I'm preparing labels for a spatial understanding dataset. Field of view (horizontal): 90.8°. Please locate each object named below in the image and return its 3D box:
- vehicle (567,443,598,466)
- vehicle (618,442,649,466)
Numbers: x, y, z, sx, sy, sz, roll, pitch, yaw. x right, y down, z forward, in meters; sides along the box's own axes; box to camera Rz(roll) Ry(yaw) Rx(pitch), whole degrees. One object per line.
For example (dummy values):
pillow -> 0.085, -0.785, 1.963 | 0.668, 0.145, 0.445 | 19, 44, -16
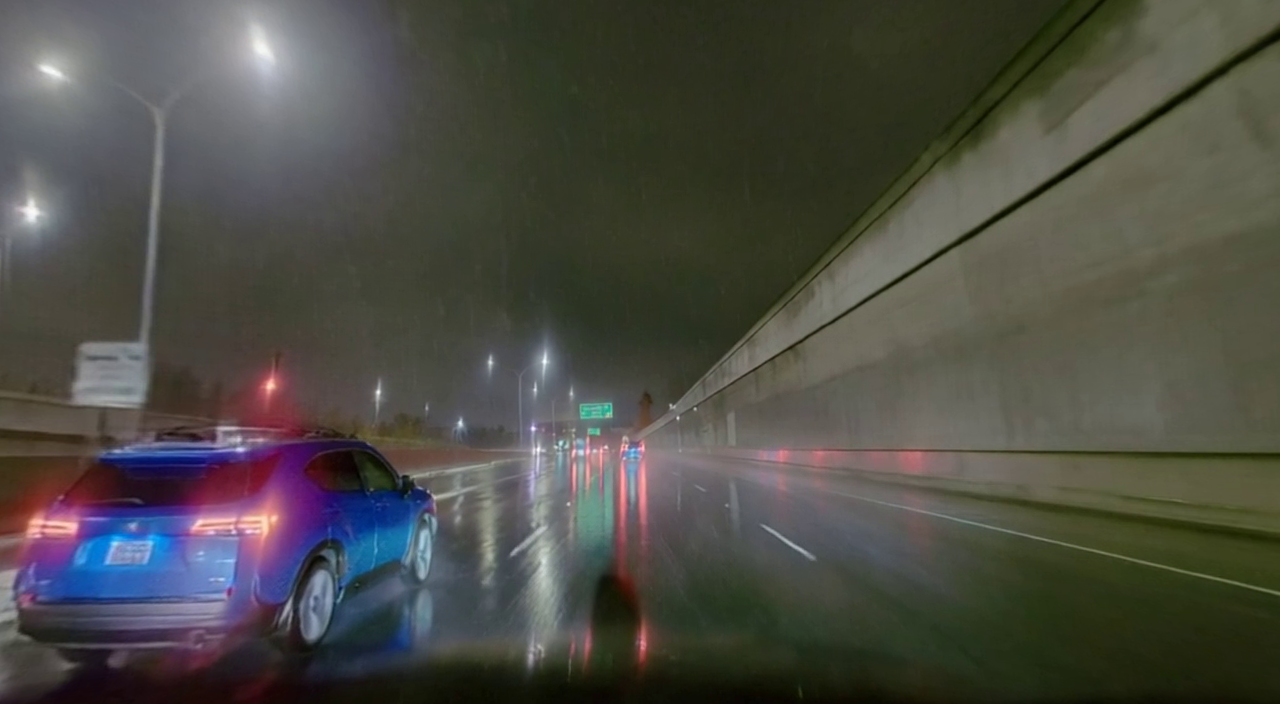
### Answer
vehicle -> -4.337, 7.800, 48.192 | 2.000, 1.646, 4.201 | 0, -8, -1
vehicle -> -0.513, 7.352, 45.653 | 2.132, 1.657, 3.967 | 0, -8, -2
